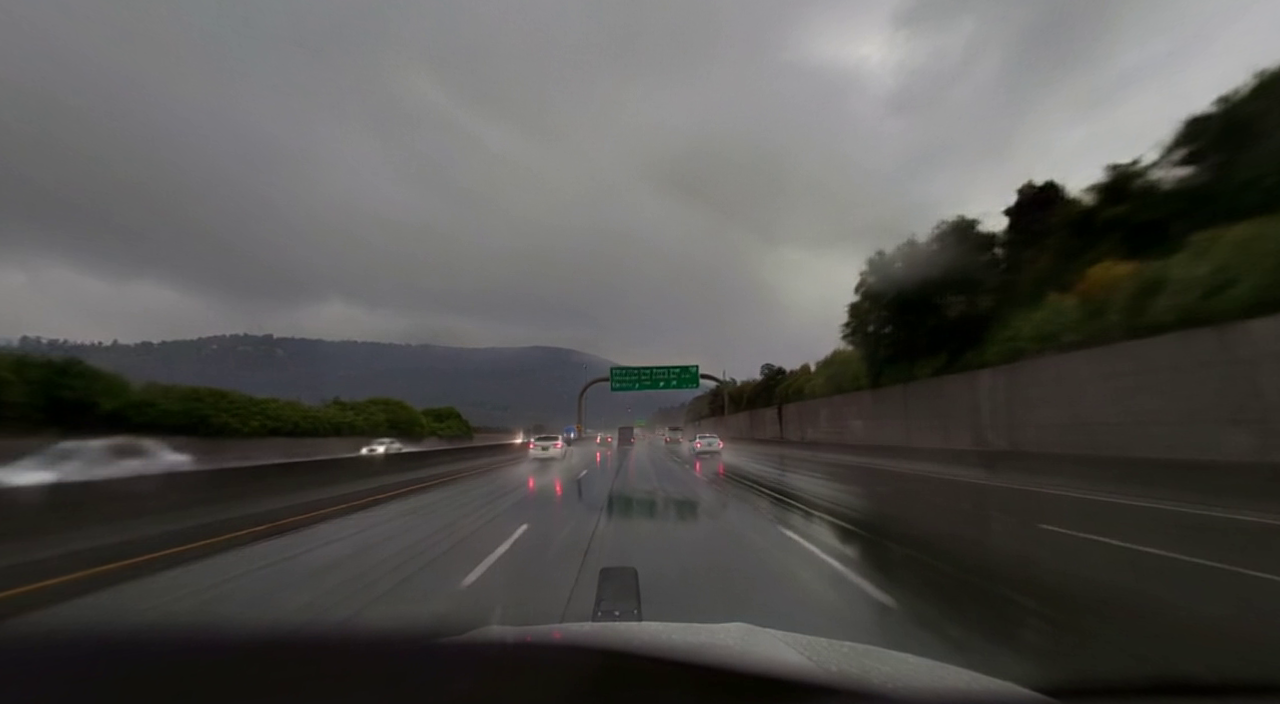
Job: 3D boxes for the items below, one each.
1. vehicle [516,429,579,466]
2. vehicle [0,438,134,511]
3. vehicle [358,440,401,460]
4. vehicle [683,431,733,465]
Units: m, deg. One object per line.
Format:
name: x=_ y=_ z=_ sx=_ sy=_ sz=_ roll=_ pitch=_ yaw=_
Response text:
vehicle: x=-4.031 y=4.216 z=28.065 sx=2.204 sy=1.486 sz=4.121 roll=0 pitch=-8 yaw=0
vehicle: x=-13.947 y=2.650 z=13.992 sx=2.025 sy=1.457 sz=4.147 roll=0 pitch=-8 yaw=-2
vehicle: x=-20.033 y=7.522 z=48.568 sx=1.754 sy=1.429 sz=3.677 roll=0 pitch=-8 yaw=-1
vehicle: x=3.072 y=4.406 z=29.221 sx=1.806 sy=1.469 sz=3.681 roll=0 pitch=-8 yaw=-1
